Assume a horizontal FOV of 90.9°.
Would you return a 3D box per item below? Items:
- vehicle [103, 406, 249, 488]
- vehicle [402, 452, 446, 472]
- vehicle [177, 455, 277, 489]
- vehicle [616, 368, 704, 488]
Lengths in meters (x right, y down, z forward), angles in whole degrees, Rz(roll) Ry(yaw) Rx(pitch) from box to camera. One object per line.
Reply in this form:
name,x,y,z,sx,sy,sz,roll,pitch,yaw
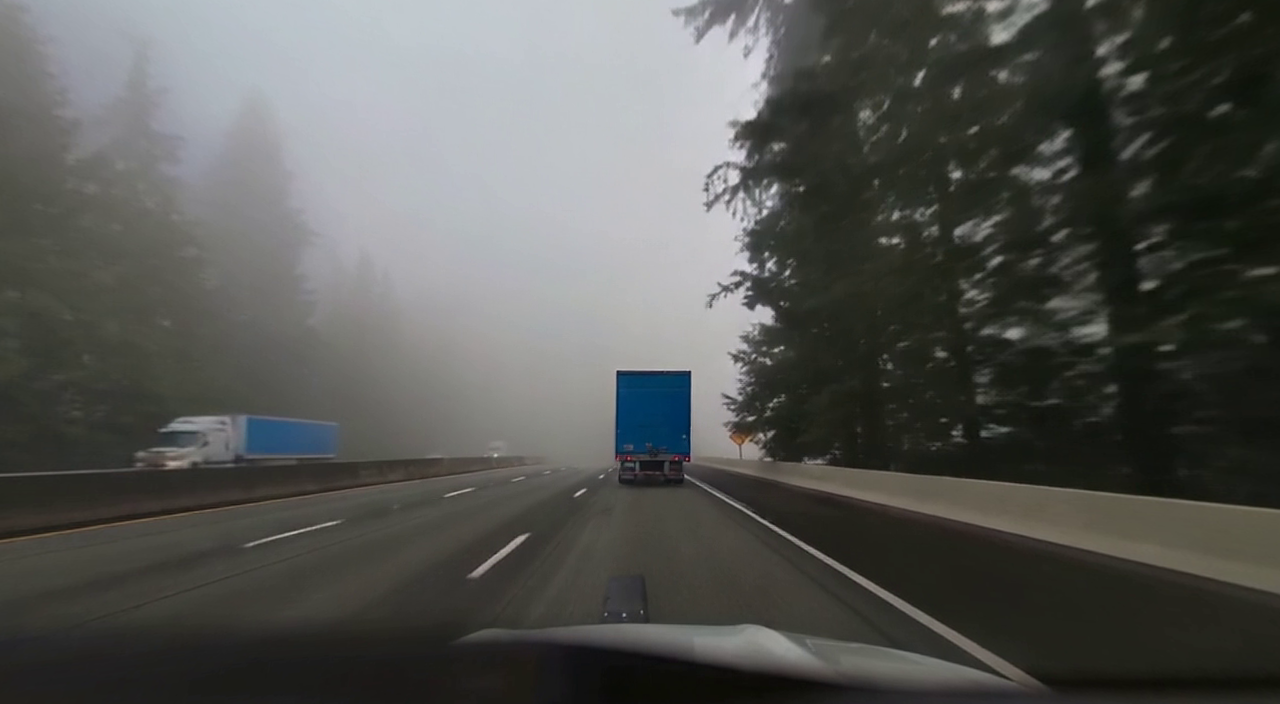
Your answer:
vehicle,-23.882,4.952,32.919,3.064,3.891,5.775,0,-9,-1
vehicle,-15.937,8.109,46.665,1.833,1.421,4.005,0,-9,0
vehicle,-19.597,5.685,30.168,1.809,1.437,4.370,0,-9,0
vehicle,0.609,3.271,25.934,2.898,3.973,10.063,0,-9,0
